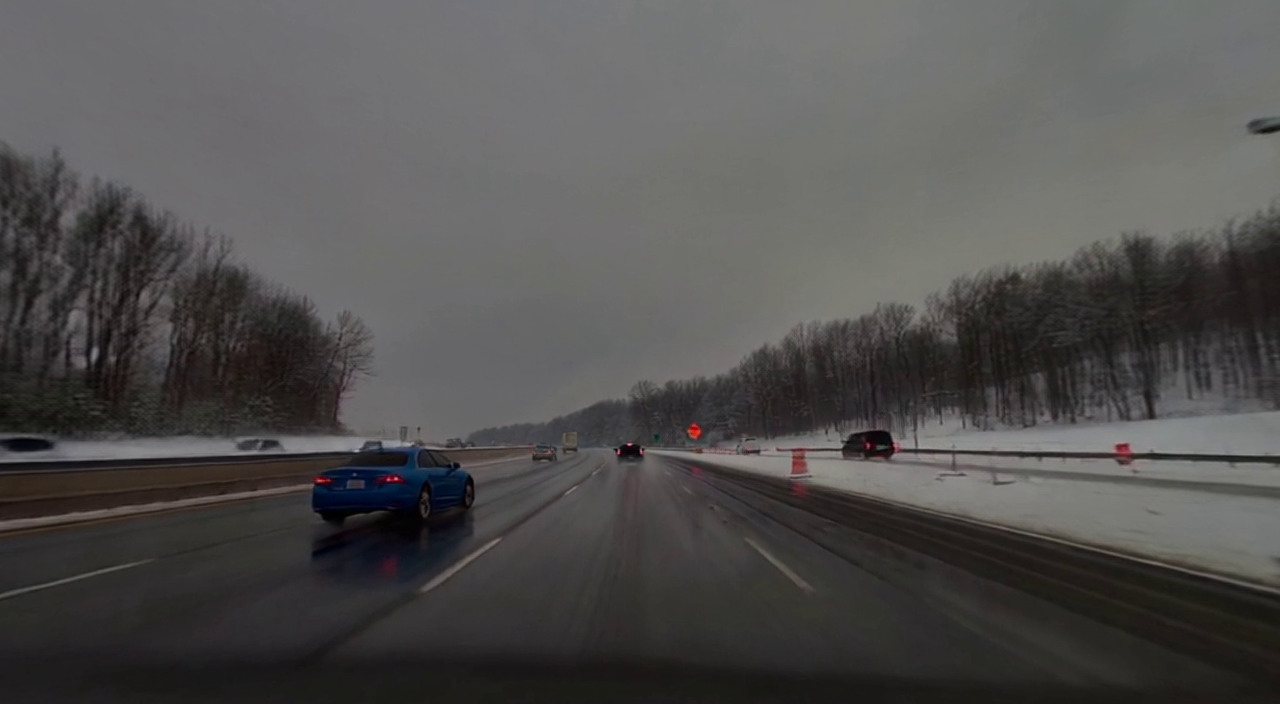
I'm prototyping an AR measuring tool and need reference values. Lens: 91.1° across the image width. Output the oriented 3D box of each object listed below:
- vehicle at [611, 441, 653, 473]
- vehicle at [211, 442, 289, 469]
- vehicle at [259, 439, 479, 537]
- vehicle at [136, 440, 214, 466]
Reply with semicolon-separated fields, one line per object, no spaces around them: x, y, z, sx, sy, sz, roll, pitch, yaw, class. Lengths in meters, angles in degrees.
-0.461;5.259;31.664;1.963;1.462;4.681;0;-8;-2;vehicle
-22.432;5.950;36.287;1.818;1.447;4.303;0;-8;-1;vehicle
-4.508;2.301;11.361;2.001;1.415;4.360;0;-8;1;vehicle
-29.418;6.393;39.909;1.852;1.550;4.169;0;-8;-2;vehicle
